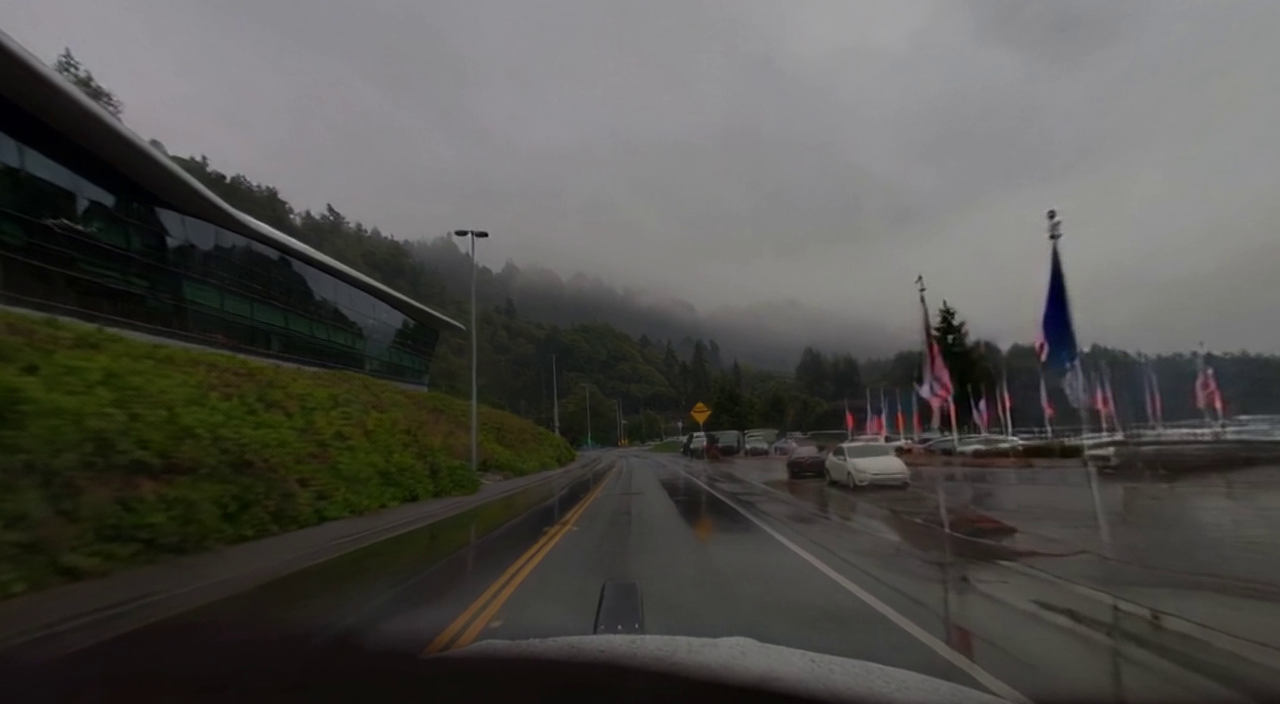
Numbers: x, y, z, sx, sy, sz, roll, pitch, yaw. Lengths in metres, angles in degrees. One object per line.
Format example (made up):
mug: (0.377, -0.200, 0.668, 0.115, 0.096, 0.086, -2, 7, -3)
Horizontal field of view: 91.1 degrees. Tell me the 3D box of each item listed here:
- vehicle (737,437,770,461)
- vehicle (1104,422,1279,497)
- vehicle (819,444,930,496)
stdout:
vehicle: (8.923, 7.652, 49.576, 1.924, 1.713, 4.627, -1, -9, 3)
vehicle: (14.887, 2.760, 16.400, 1.947, 1.657, 4.314, 1, -9, -6)
vehicle: (7.423, 3.772, 20.396, 1.909, 1.496, 4.079, 0, -9, -2)
